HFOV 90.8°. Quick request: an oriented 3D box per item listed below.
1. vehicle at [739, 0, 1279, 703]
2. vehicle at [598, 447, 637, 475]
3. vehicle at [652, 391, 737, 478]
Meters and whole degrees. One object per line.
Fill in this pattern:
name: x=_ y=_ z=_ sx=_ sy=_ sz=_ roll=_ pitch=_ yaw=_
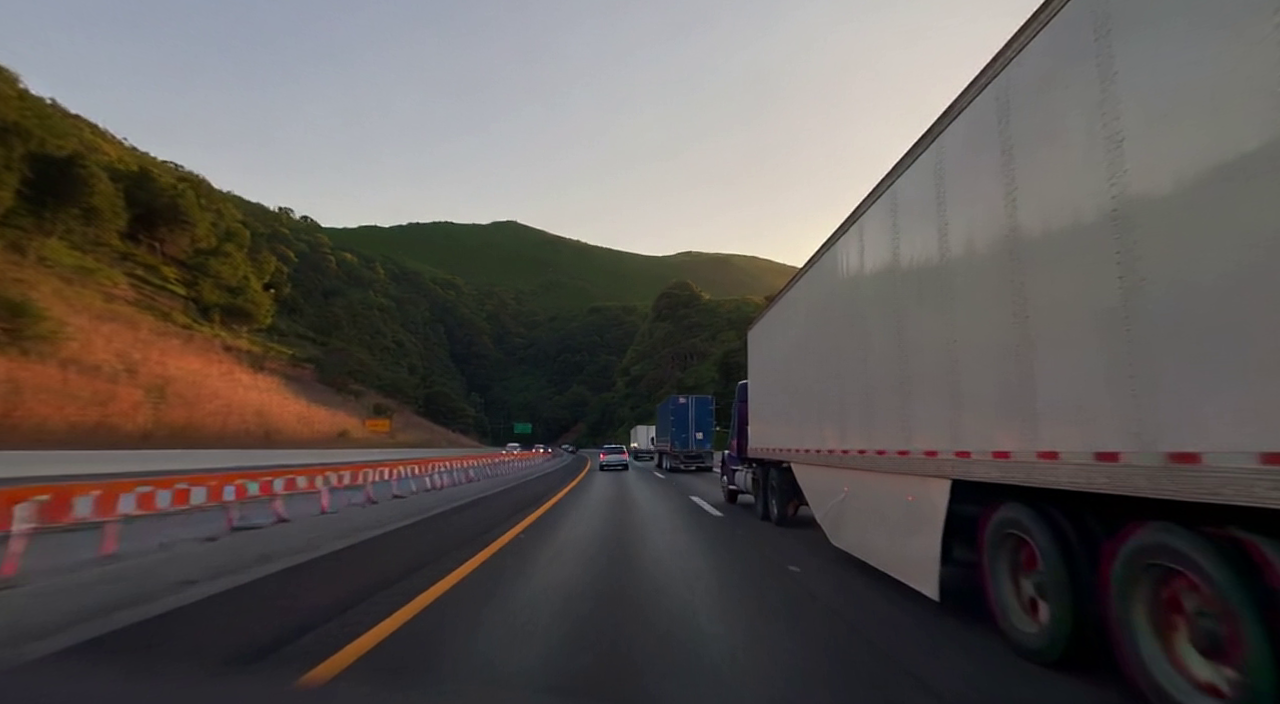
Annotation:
vehicle: x=3.986 y=0.552 z=8.164 sx=2.911 sy=4.099 sz=14.578 roll=0 pitch=-9 yaw=-1
vehicle: x=-1.234 y=6.010 z=34.913 sx=2.029 sy=1.437 sz=3.794 roll=0 pitch=-9 yaw=-2
vehicle: x=2.664 y=4.911 z=36.357 sx=2.826 sy=4.050 sz=13.845 roll=1 pitch=-9 yaw=-4
